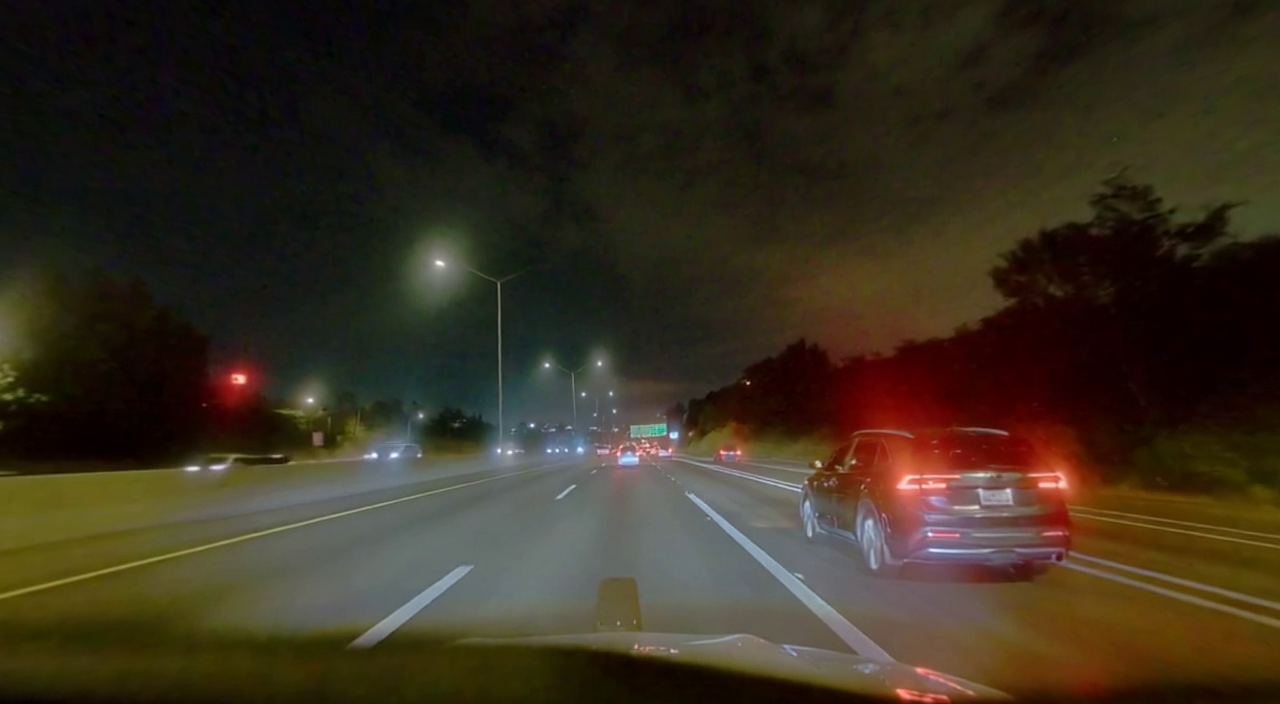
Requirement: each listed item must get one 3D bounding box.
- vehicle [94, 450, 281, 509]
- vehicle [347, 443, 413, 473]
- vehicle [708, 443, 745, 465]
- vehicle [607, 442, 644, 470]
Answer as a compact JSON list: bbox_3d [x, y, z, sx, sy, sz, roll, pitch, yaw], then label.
[{"bbox_3d":[-13.206,3.720,18.930,2.147,1.491,4.725,0,-8,-1],"label":"vehicle"},{"bbox_3d":[-17.463,7.127,42.785,2.187,1.925,5.431,0,-9,-1],"label":"vehicle"},{"bbox_3d":[6.326,7.483,46.564,1.935,1.478,4.433,0,-9,-3],"label":"vehicle"},{"bbox_3d":[-0.833,5.970,36.445,1.985,1.457,4.227,0,-8,-2],"label":"vehicle"}]
